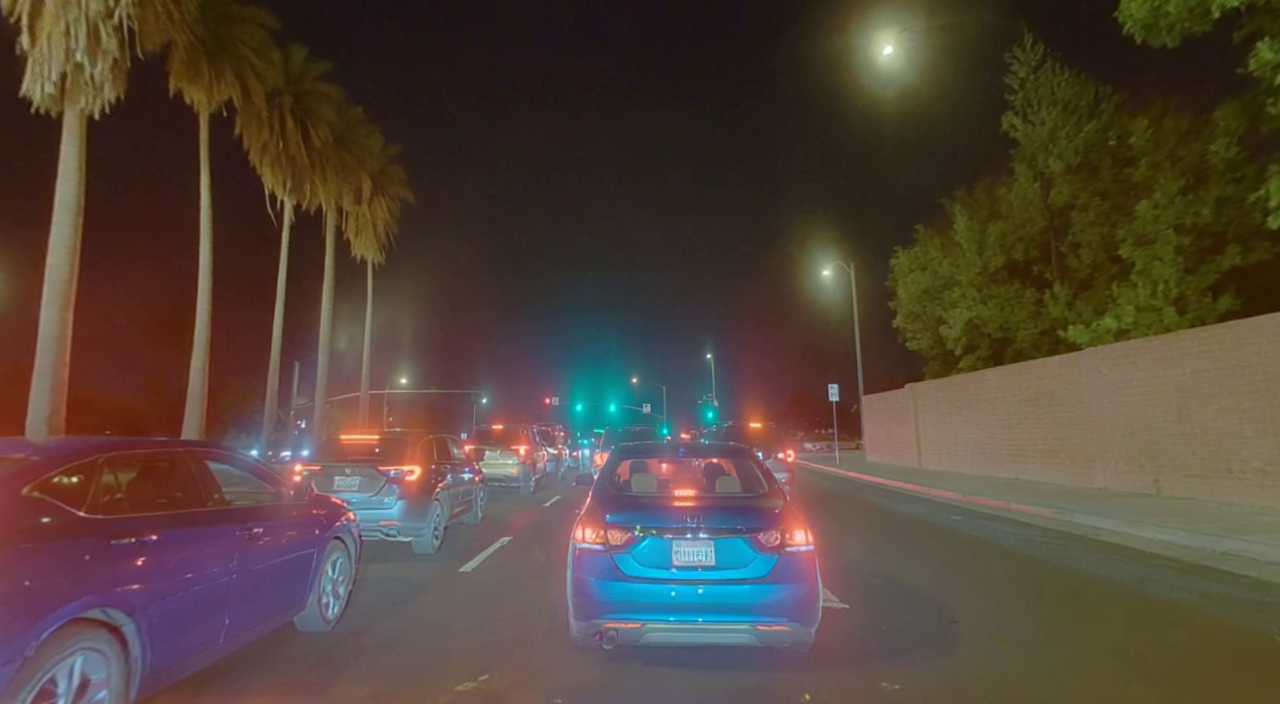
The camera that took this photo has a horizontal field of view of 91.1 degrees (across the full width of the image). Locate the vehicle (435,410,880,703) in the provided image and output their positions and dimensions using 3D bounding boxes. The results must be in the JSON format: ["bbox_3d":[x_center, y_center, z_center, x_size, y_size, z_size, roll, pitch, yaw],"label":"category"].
[{"bbox_3d":[0.048,1.342,5.213,2.128,1.473,4.272,0,-8,-1],"label":"vehicle"}]

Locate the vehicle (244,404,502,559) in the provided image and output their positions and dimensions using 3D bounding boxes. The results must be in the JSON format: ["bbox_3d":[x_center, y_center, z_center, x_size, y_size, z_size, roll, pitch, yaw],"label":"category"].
[{"bbox_3d":[-3.507,1.786,9.305,2.055,1.746,4.136,0,-8,-1],"label":"vehicle"}]

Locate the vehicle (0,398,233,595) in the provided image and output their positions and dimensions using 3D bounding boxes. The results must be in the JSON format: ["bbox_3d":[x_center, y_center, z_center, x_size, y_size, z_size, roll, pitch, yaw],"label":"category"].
[{"bbox_3d":[-6.662,1.407,6.405,1.963,1.721,4.662,0,-8,-2],"label":"vehicle"}]
